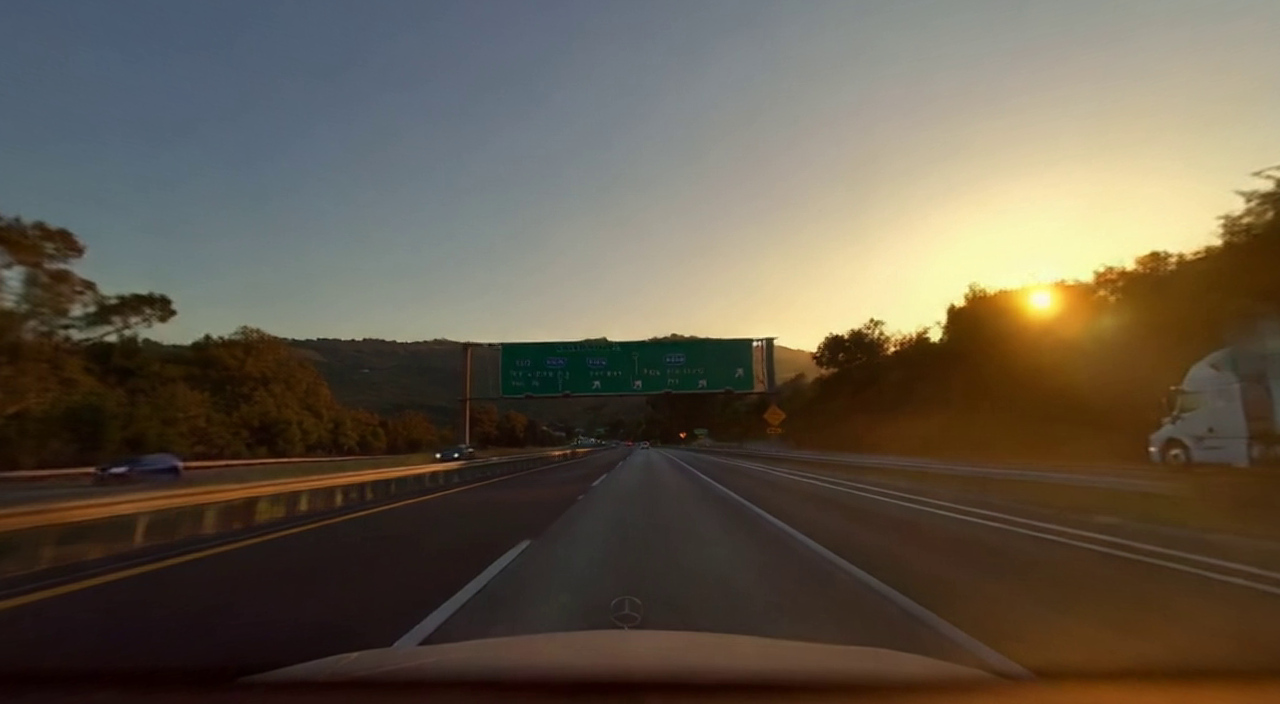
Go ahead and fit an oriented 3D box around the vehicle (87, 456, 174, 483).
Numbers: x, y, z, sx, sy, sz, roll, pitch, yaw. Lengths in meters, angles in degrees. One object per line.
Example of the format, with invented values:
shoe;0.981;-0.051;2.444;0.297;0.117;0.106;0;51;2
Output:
vehicle;-30.725;7.066;38.141;1.792;1.439;4.062;0;-8;1

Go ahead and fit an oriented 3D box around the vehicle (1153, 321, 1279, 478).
vehicle;17.656;1.239;16.217;2.905;3.936;6.134;1;-8;-10
